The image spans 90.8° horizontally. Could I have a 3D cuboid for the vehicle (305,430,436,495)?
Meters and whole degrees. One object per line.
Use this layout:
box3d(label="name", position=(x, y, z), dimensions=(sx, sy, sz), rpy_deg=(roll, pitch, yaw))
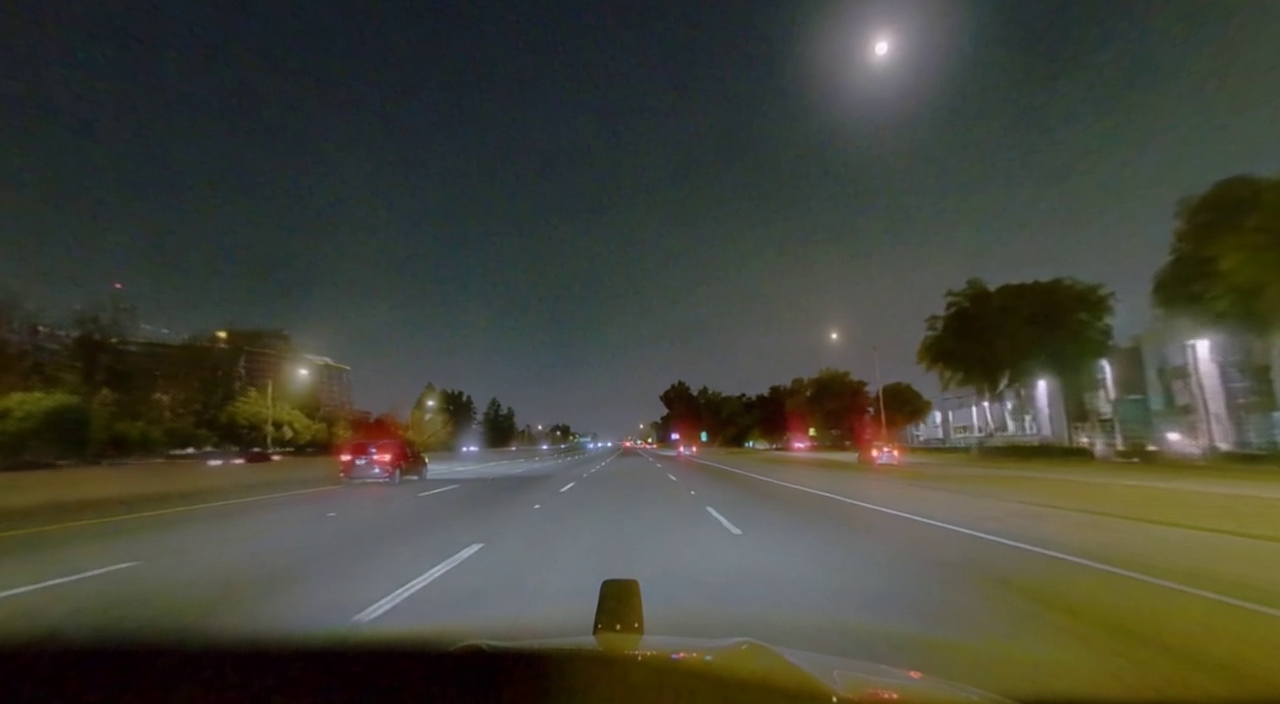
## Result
box3d(label="vehicle", position=(-7.976, 3.301, 19.254), dimensions=(2.089, 1.724, 4.327), rpy_deg=(0, -8, -1))

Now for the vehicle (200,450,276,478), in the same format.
box3d(label="vehicle", position=(-25.937, 7.204, 40.997), dimensions=(1.871, 1.556, 4.664), rpy_deg=(0, -8, -1))
